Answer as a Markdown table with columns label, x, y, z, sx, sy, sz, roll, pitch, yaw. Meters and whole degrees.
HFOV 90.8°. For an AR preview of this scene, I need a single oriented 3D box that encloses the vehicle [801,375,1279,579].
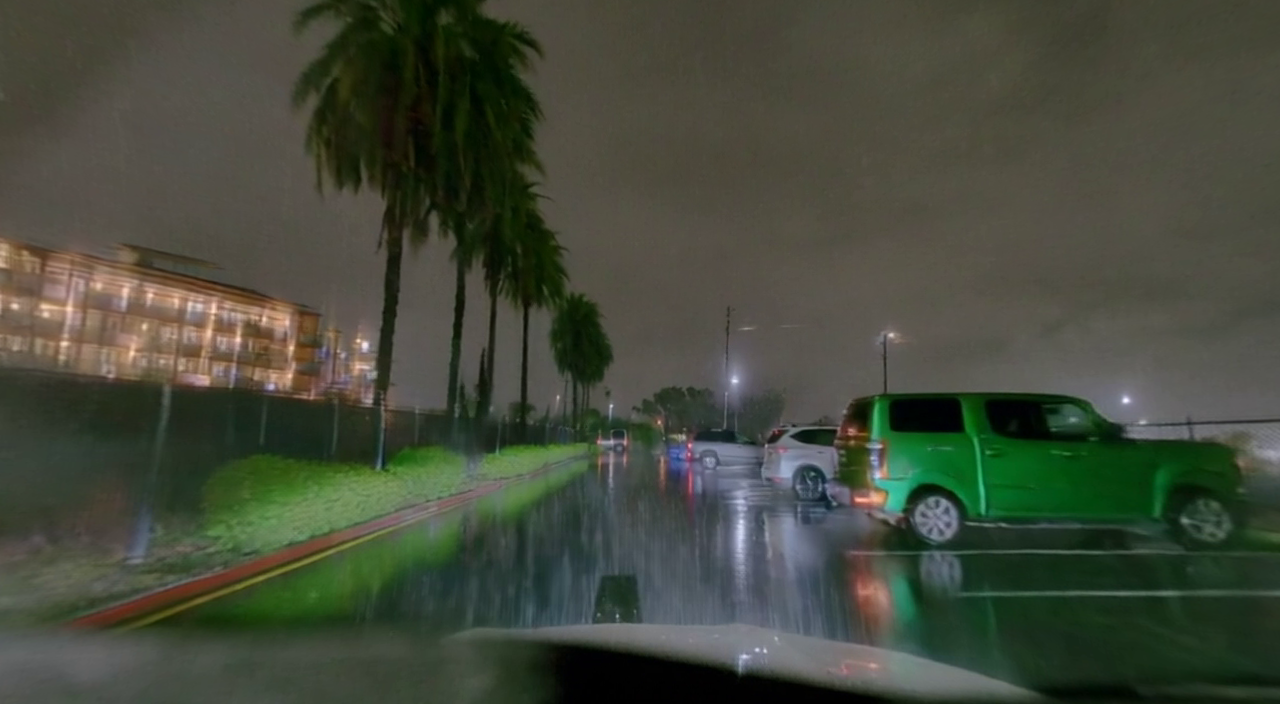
| label | x | y | z | sx | sy | sz | roll | pitch | yaw |
| --- | --- | --- | --- | --- | --- | --- | --- | --- | --- |
| vehicle | 5.219 | 1.564 | 8.350 | 5.639 | 2.033 | 2.172 | 3 | -7 | 3 |

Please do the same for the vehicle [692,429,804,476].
| label | x | y | z | sx | sy | sz | roll | pitch | yaw |
| --- | --- | --- | --- | --- | --- | --- | --- | --- | --- |
| vehicle | 4.776 | 4.505 | 28.351 | 4.609 | 1.734 | 1.909 | 3 | -9 | 0 |
